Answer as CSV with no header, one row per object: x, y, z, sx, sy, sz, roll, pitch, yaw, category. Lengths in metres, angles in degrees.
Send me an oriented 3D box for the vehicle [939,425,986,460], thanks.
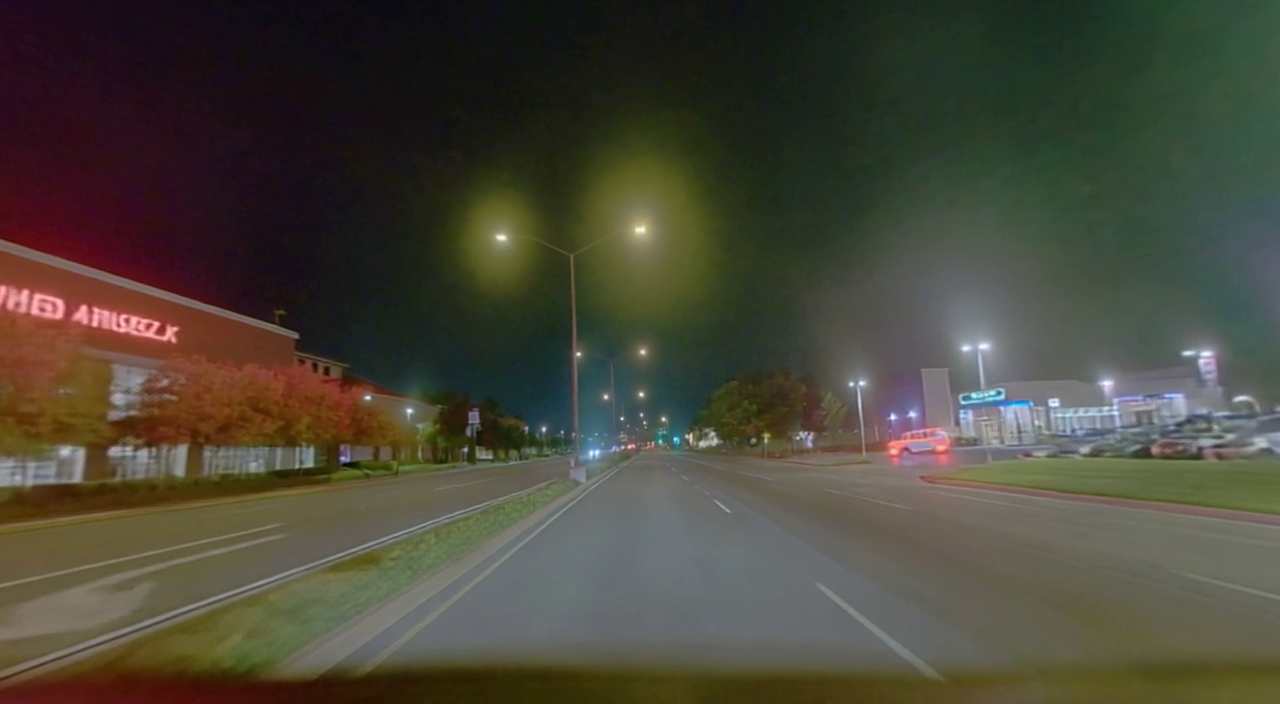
21.859,6.106,42.928,2.240,2.095,5.149,-6,-7,22,vehicle

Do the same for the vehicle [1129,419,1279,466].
19.515,3.055,21.463,4.124,1.473,1.925,0,-7,-2,vehicle

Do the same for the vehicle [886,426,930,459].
17.938,6.073,42.241,2.425,2.043,5.455,-4,-9,22,vehicle
